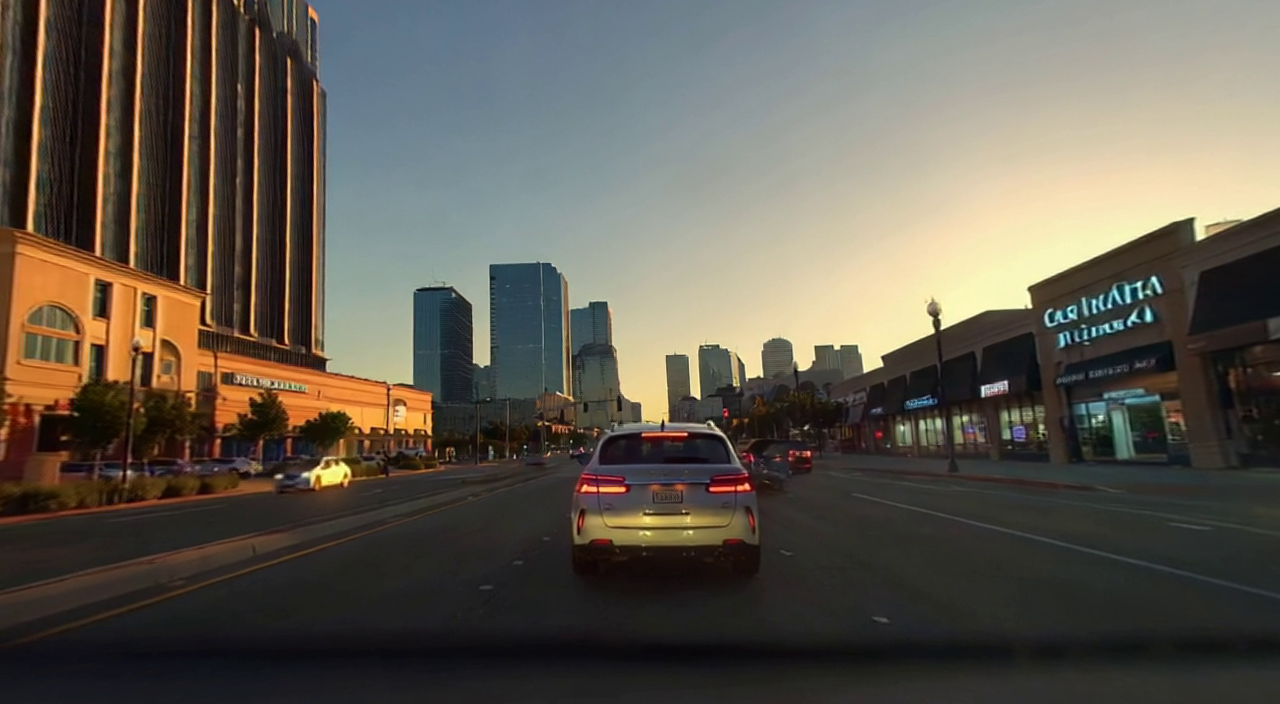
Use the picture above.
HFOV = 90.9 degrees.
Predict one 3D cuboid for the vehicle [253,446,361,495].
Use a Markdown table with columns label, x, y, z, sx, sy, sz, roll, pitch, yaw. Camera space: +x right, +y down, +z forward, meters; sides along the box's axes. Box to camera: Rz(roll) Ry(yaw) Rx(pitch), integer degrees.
| label | x | y | z | sx | sy | sz | roll | pitch | yaw |
| --- | --- | --- | --- | --- | --- | --- | --- | --- | --- |
| vehicle | -12.752 | 4.515 | 24.489 | 1.965 | 1.695 | 4.284 | 0 | -8 | -2 |

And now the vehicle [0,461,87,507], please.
| label | x | y | z | sx | sy | sz | roll | pitch | yaw |
| --- | --- | --- | --- | --- | --- | --- | --- | --- | --- |
| vehicle | -25.474 | 5.250 | 25.162 | 4.608 | 1.659 | 1.981 | 1 | -8 | -7 |

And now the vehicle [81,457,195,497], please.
| label | x | y | z | sx | sy | sz | roll | pitch | yaw |
| --- | --- | --- | --- | --- | --- | --- | --- | --- | --- |
| vehicle | -25.881 | 6.412 | 32.773 | 2.026 | 1.808 | 4.835 | 0 | -8 | -2 |

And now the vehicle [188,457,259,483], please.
| label | x | y | z | sx | sy | sz | roll | pitch | yaw |
| --- | --- | --- | --- | --- | --- | --- | --- | --- | --- |
| vehicle | -27.889 | 7.887 | 42.378 | 1.861 | 1.578 | 4.152 | 0 | -8 | 1 |

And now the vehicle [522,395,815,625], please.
| label | x | y | z | sx | sy | sz | roll | pitch | yaw |
| --- | --- | --- | --- | --- | --- | --- | --- | --- | --- |
| vehicle | 0.208 | 1.436 | 6.612 | 2.125 | 1.669 | 3.880 | 0 | -8 | 0 |
